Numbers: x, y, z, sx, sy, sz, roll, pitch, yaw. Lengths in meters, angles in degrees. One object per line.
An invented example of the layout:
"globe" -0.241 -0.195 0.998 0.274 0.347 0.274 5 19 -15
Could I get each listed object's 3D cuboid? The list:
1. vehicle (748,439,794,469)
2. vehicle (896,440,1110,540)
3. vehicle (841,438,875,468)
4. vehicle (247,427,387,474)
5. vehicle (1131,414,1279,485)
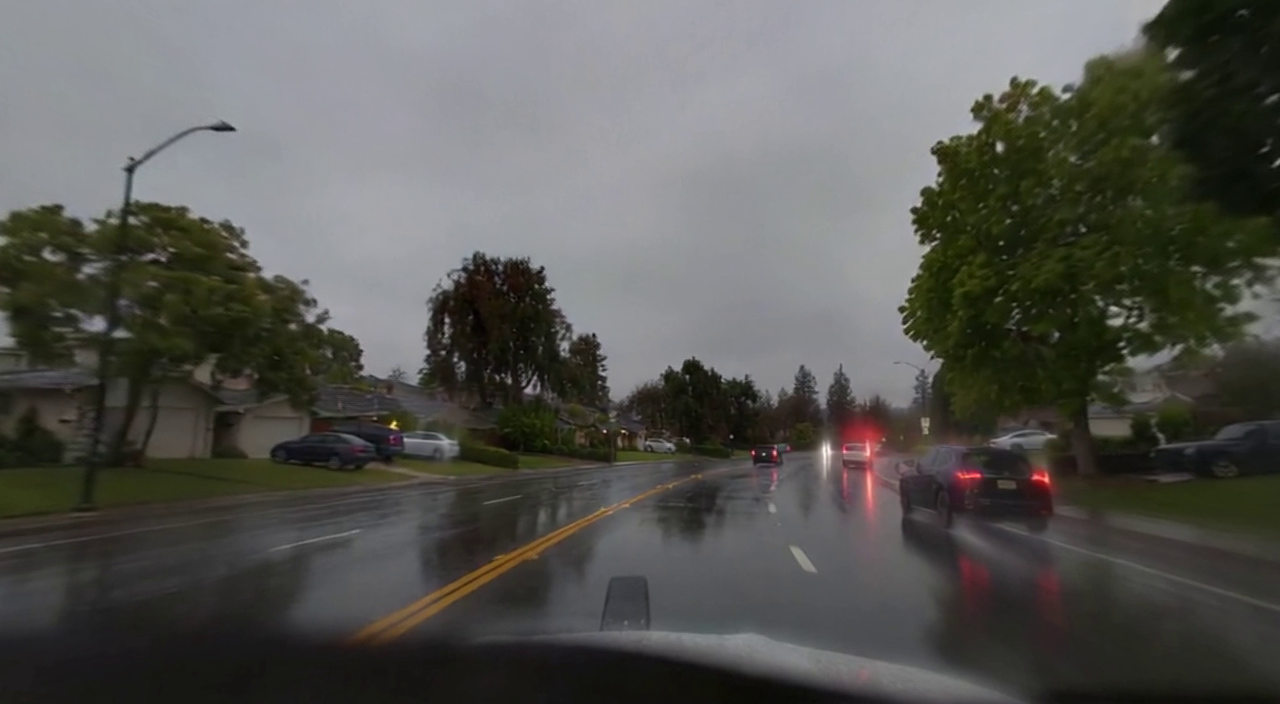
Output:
"vehicle" 7.917 6.058 37.845 2.106 1.667 4.367 -3 -9 19
"vehicle" 6.475 2.433 11.915 1.934 1.506 4.282 -1 -8 7
"vehicle" 14.844 6.833 42.928 2.059 1.924 4.257 -3 -9 19
"vehicle" -12.936 3.936 25.356 4.646 1.502 1.874 3 -8 9
"vehicle" 16.830 2.653 17.191 4.881 1.808 2.011 -2 -8 12
